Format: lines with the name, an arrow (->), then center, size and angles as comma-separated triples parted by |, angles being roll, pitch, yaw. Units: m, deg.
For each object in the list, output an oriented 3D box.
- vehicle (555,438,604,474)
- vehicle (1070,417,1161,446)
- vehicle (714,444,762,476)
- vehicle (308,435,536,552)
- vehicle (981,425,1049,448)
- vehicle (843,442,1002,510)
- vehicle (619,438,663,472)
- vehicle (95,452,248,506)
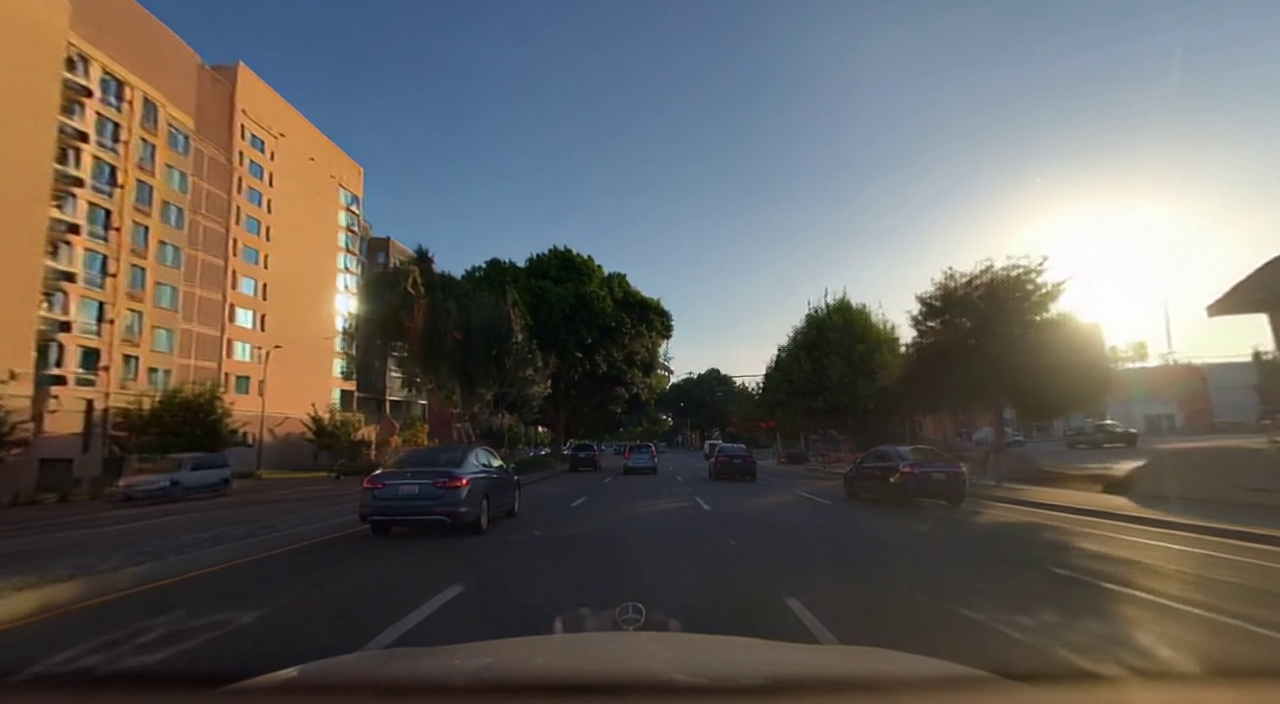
vehicle -> -3.231, 5.653, 34.410 | 2.117, 1.799, 4.442 | 0, -9, 1
vehicle -> 26.160, 4.420, 34.627 | 4.674, 1.489, 2.008 | 4, -10, -27
vehicle -> 4.750, 5.305, 31.076 | 1.884, 1.458, 4.245 | -1, -9, 3
vehicle -> -3.167, 2.161, 10.354 | 2.095, 1.486, 4.411 | 0, -9, 1
vehicle -> 26.511, 5.992, 44.475 | 4.692, 1.475, 2.038 | 5, -10, -31
vehicle -> 6.873, 3.055, 16.003 | 1.865, 1.458, 4.605 | 0, -9, 0
vehicle -> 0.067, 5.811, 35.624 | 2.304, 1.795, 4.526 | 0, -9, 1
vehicle -> -17.778, 4.782, 24.317 | 2.040, 1.838, 4.927 | 0, -9, 0
